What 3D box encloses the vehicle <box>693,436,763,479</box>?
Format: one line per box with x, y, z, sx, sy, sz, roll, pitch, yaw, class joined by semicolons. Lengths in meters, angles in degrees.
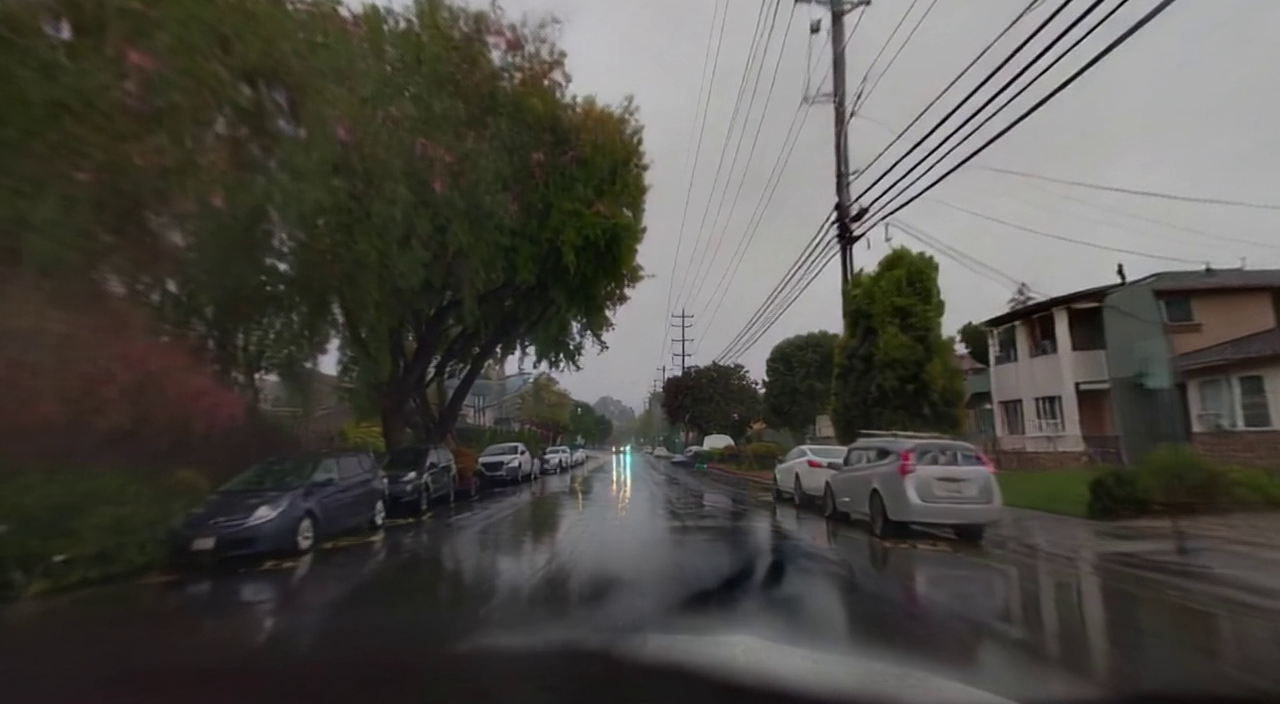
4.054;4.977;30.181;2.279;1.848;5.577;1;-9;-3;vehicle

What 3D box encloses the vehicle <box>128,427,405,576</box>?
-5.427;2.145;9.968;1.873;1.709;4.206;-4;-8;-1;vehicle

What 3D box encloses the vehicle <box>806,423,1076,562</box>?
4.177;2.007;9.867;1.979;1.620;4.684;0;-8;1;vehicle

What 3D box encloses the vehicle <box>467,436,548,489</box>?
-5.502;4.611;27.006;2.285;1.895;5.883;-2;-8;-1;vehicle
